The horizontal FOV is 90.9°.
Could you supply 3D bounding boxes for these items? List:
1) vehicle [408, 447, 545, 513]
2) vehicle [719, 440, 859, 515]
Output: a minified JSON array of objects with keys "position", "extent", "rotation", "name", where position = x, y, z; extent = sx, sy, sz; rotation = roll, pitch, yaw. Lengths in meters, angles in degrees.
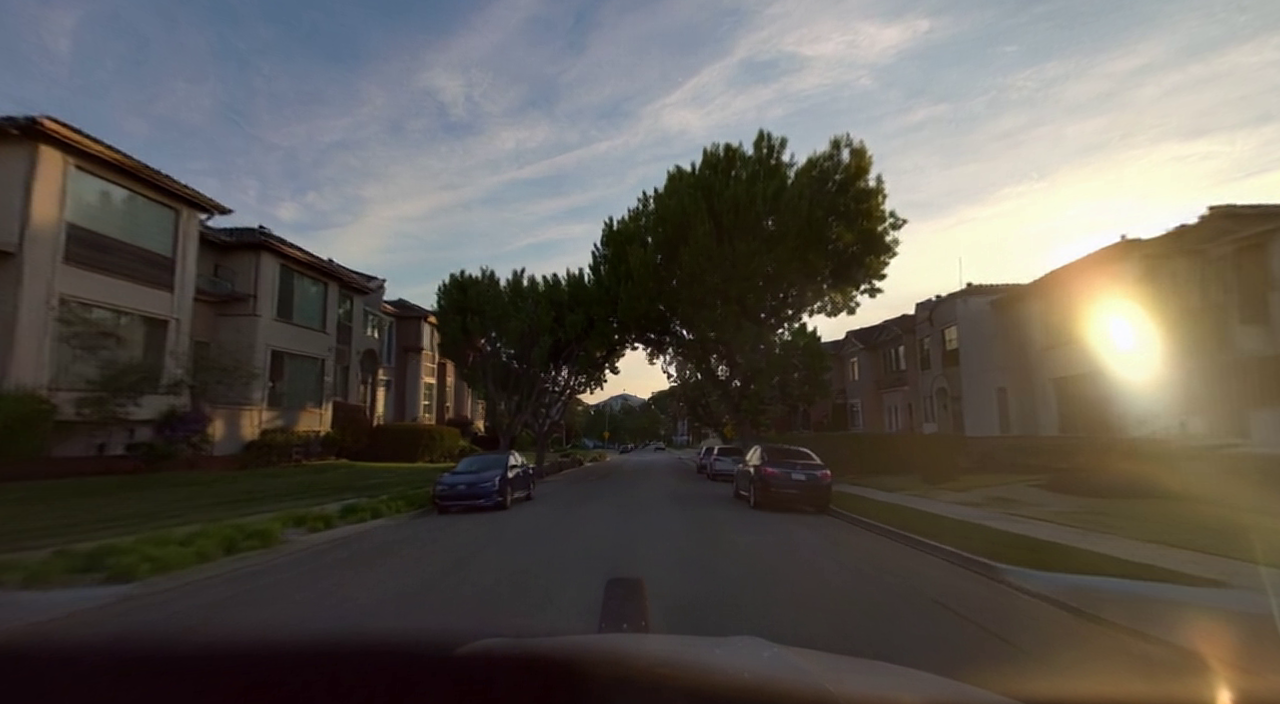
[{"position":[-3.756,3.006,15.319],"extent":[1.995,1.330,4.080],"rotation":[-1,-8,4],"name":"vehicle"},{"position":[3.244,2.846,15.011],"extent":[2.000,1.456,5.251],"rotation":[0,-8,-1],"name":"vehicle"}]
